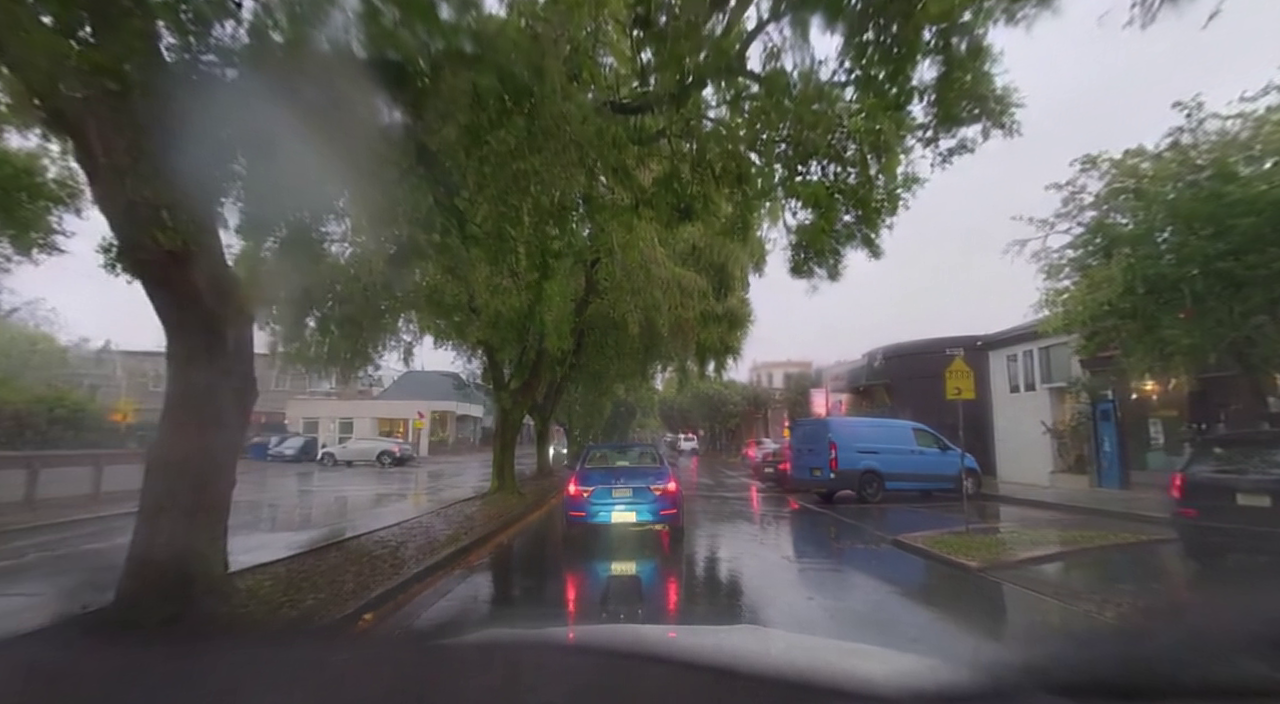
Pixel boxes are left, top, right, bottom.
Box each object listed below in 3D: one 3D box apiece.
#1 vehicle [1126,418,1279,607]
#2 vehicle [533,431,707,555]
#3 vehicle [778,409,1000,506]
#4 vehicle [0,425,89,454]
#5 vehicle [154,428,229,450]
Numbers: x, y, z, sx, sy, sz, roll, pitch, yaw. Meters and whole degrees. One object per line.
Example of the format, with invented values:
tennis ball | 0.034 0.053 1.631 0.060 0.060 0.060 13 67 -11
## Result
vehicle | 7.298 1.596 6.765 3.957 1.650 1.971 6 -10 -33
vehicle | -0.304 2.023 9.828 2.065 1.450 4.522 0 -9 -2
vehicle | 6.430 2.675 16.273 5.385 2.146 2.143 4 -10 -26
vehicle | -32.189 4.649 33.404 4.006 1.491 2.007 1 -9 -5
vehicle | -32.251 6.274 45.473 3.915 1.574 1.850 0 -9 2
